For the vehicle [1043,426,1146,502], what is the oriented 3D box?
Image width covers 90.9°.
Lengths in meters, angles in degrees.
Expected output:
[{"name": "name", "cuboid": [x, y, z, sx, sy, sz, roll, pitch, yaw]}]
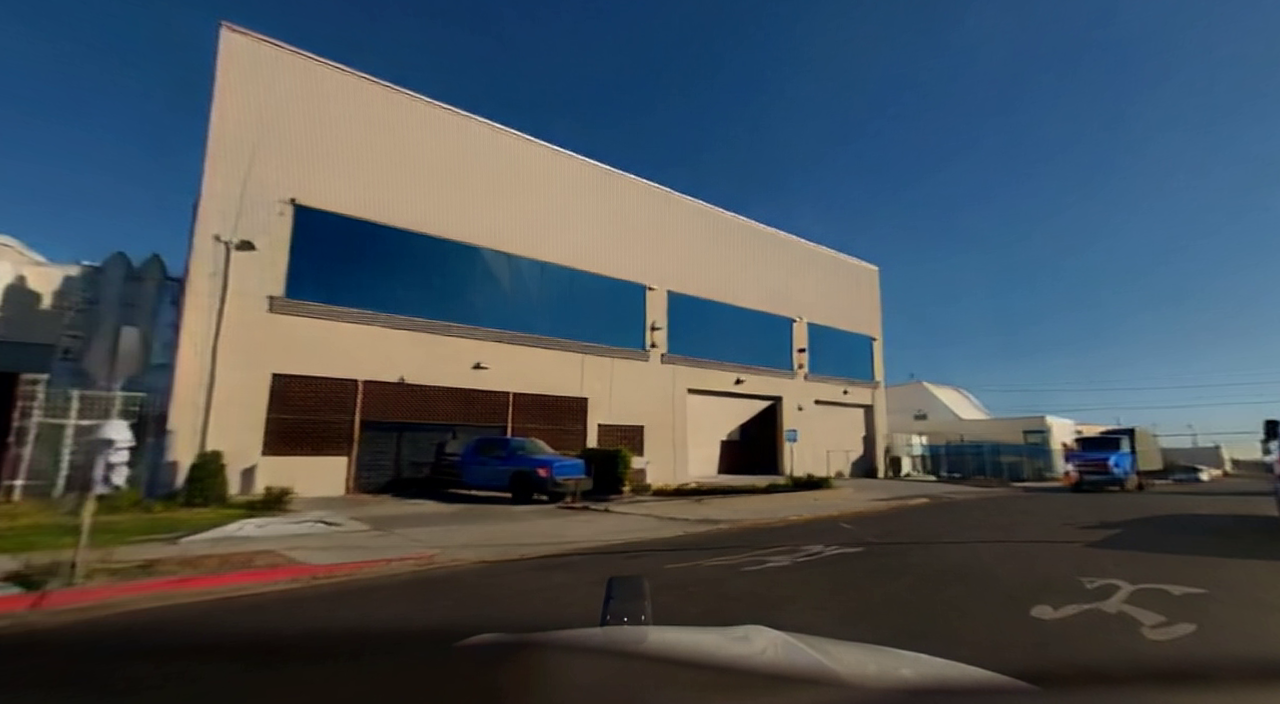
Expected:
[{"name": "vehicle", "cuboid": [28.172, 6.829, 38.949, 7.722, 4.217, 3.111, 8, -12, -41]}]

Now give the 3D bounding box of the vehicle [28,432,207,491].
[{"name": "vehicle", "cuboid": [-20.843, 4.372, 25.361, 1.997, 2.103, 5.207, -9, -13, 44]}]

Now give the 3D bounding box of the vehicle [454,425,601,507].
[{"name": "vehicle", "cuboid": [-4.760, 4.571, 26.175, 6.271, 3.004, 2.298, -5, -9, 37]}]
